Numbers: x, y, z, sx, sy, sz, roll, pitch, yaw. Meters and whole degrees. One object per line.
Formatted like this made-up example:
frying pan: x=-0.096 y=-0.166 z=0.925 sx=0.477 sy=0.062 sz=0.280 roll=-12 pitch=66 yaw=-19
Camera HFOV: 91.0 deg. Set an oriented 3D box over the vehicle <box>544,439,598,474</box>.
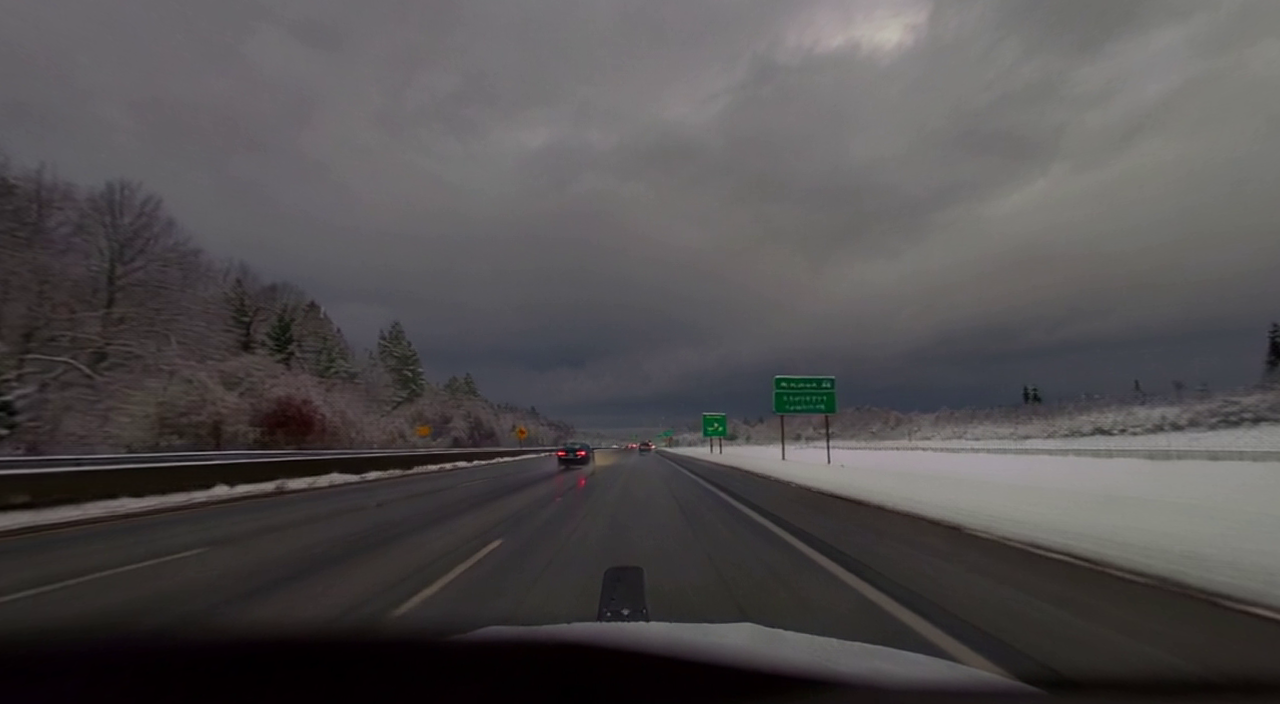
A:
vehicle: x=-3.375 y=5.187 z=31.570 sx=2.061 sy=1.572 sz=4.814 roll=0 pitch=-8 yaw=1
